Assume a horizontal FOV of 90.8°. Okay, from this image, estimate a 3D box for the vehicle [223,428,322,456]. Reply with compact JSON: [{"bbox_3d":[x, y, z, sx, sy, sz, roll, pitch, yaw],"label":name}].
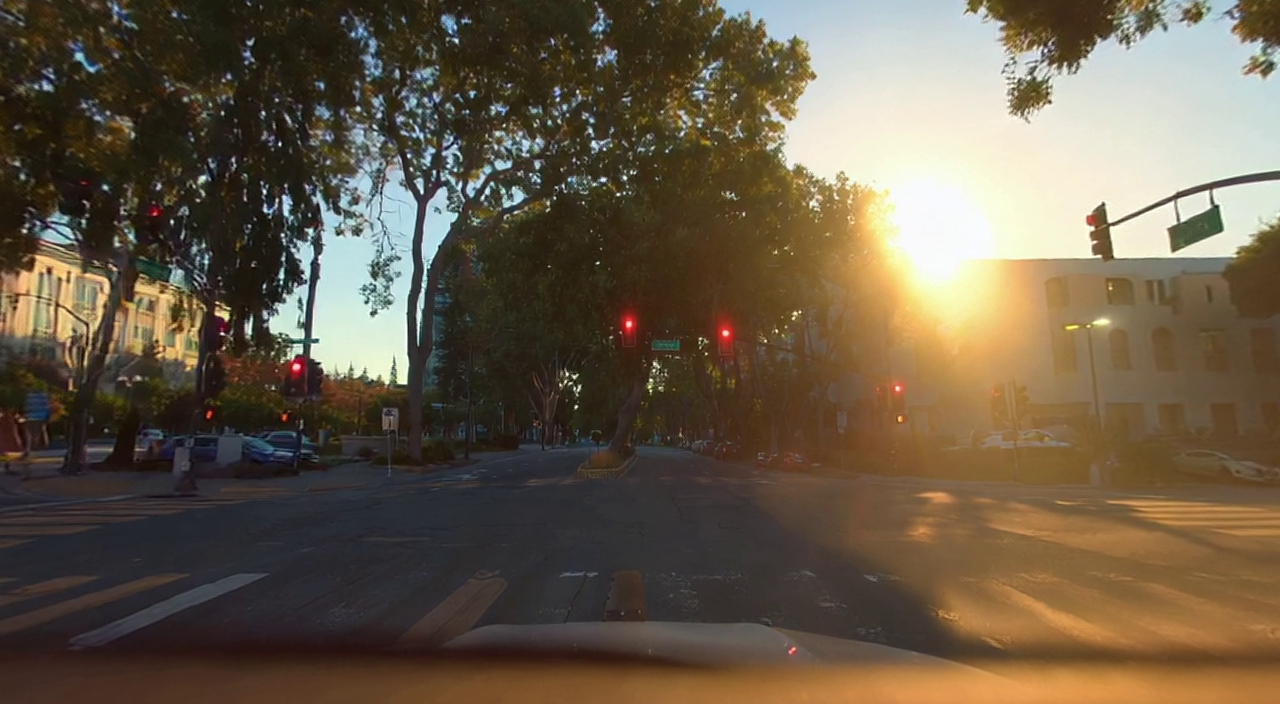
[{"bbox_3d":[-22.406,5.513,38.690,4.765,1.593,1.891,1,-9,-8],"label":"vehicle"}]
